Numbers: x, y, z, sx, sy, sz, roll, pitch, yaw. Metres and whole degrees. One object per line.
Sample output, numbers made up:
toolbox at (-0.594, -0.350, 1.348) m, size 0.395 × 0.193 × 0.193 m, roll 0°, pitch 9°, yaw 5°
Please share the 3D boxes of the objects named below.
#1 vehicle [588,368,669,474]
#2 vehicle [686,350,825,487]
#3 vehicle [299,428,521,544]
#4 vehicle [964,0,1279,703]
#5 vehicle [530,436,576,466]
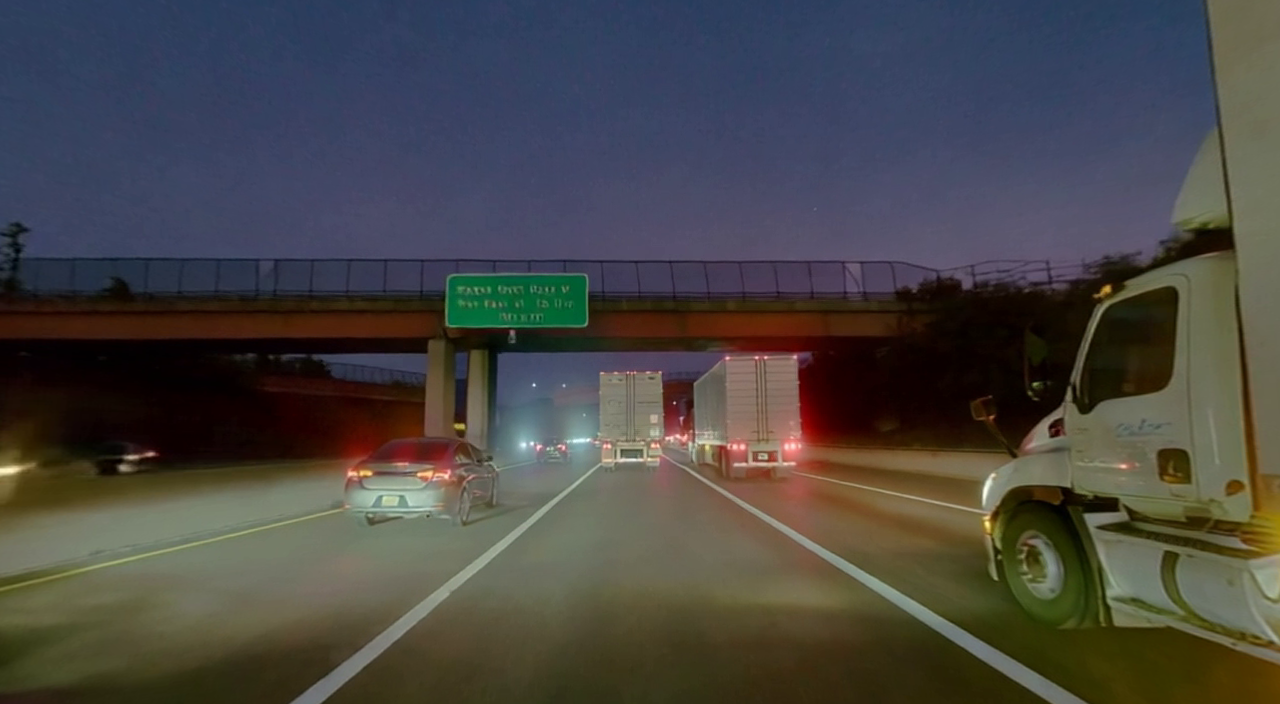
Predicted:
vehicle at (-0.471, 3.345, 29.428) m, size 3.090 × 4.065 × 10.702 m, roll 0°, pitch -8°, yaw 0°
vehicle at (3.681, 2.658, 23.638) m, size 2.817 × 3.886 × 11.491 m, roll 0°, pitch -8°, yaw -1°
vehicle at (-3.371, 2.029, 10.391) m, size 1.894 × 1.460 × 4.662 m, roll 0°, pitch -8°, yaw 0°
vehicle at (3.953, -0.378, 1.428) m, size 3.074 × 3.896 × 5.910 m, roll 0°, pitch -8°, yaw -1°
vehicle at (-4.574, 5.254, 33.620) m, size 2.049 × 1.483 × 3.786 m, roll 0°, pitch -8°, yaw -2°
